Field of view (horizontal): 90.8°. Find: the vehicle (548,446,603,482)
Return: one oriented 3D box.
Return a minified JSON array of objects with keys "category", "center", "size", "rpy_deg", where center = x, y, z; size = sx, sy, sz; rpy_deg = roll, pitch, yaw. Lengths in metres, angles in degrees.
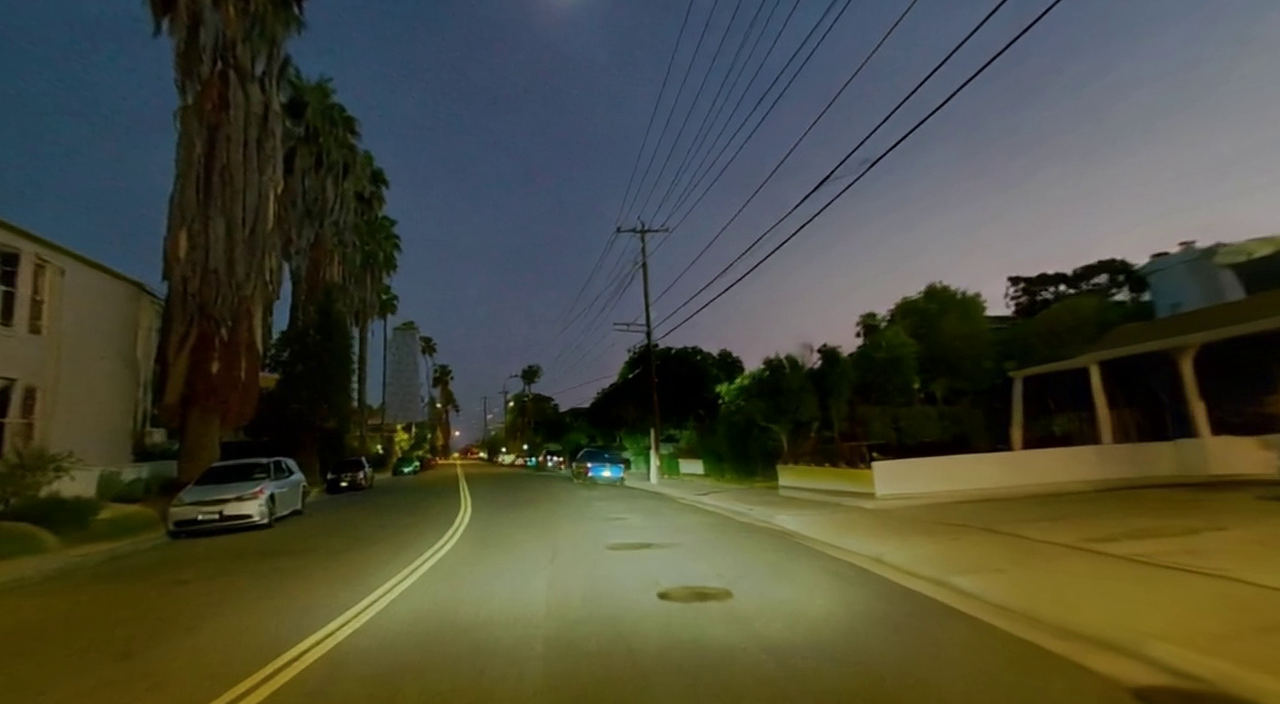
[{"category":"vehicle","center":[-2.998,5.066,28.817],"size":[1.870,1.490,3.802],"rpy_deg":[2,-9,-16]}]

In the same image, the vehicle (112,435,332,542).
[{"category":"vehicle","center":[-8.662,2.869,13.784],"size":[2.410,1.790,4.699],"rpy_deg":[0,-10,-13]}]

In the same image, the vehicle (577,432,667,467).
[{"category":"vehicle","center":[-1.312,6.750,43.918],"size":[5.900,2.328,2.603],"rpy_deg":[1,-8,-9]}]

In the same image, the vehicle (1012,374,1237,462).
[{"category":"vehicle","center":[13.238,1.881,17.413],"size":[4.795,2.190,2.305],"rpy_deg":[2,-9,-15]}]
